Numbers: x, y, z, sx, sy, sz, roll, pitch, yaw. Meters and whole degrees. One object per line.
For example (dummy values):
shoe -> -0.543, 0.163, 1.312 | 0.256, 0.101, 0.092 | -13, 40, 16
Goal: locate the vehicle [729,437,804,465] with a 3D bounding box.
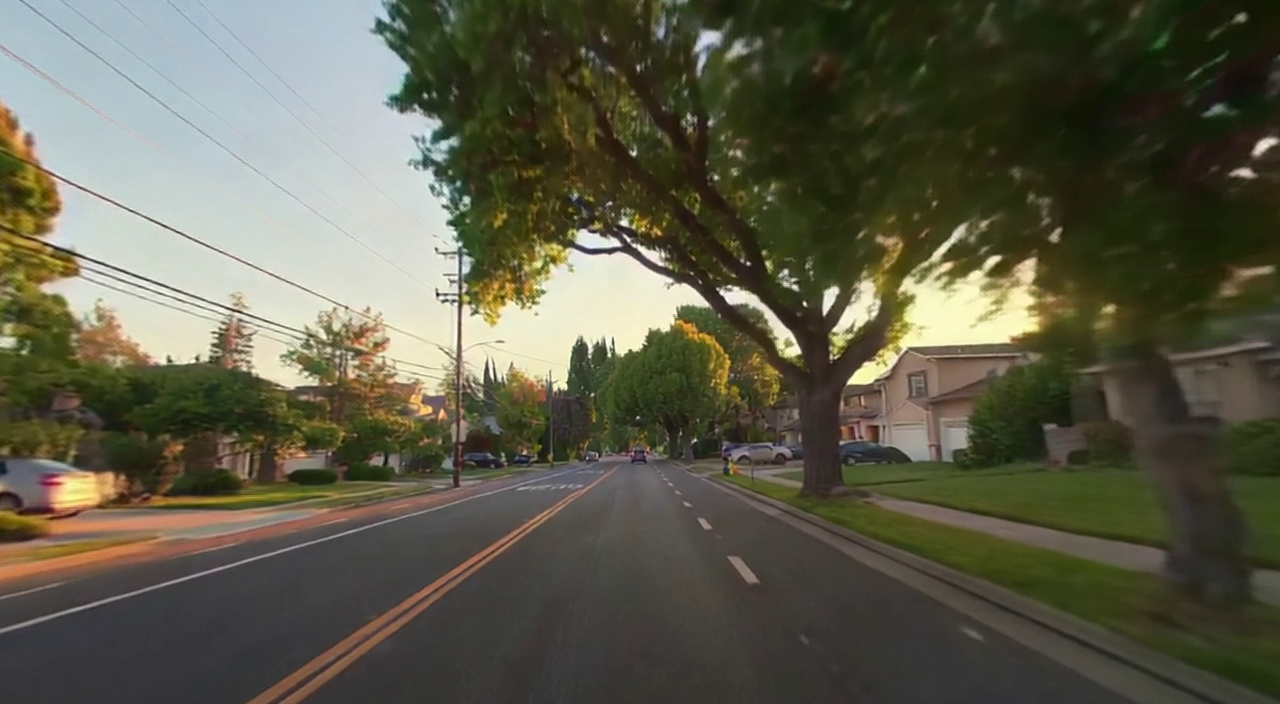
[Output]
vehicle -> 8.895, 7.021, 44.701 | 4.747, 1.942, 2.158 | 0, -9, -1

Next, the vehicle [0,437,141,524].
vehicle -> -14.715, 2.889, 14.428 | 4.662, 1.832, 2.063 | 1, -9, -4
